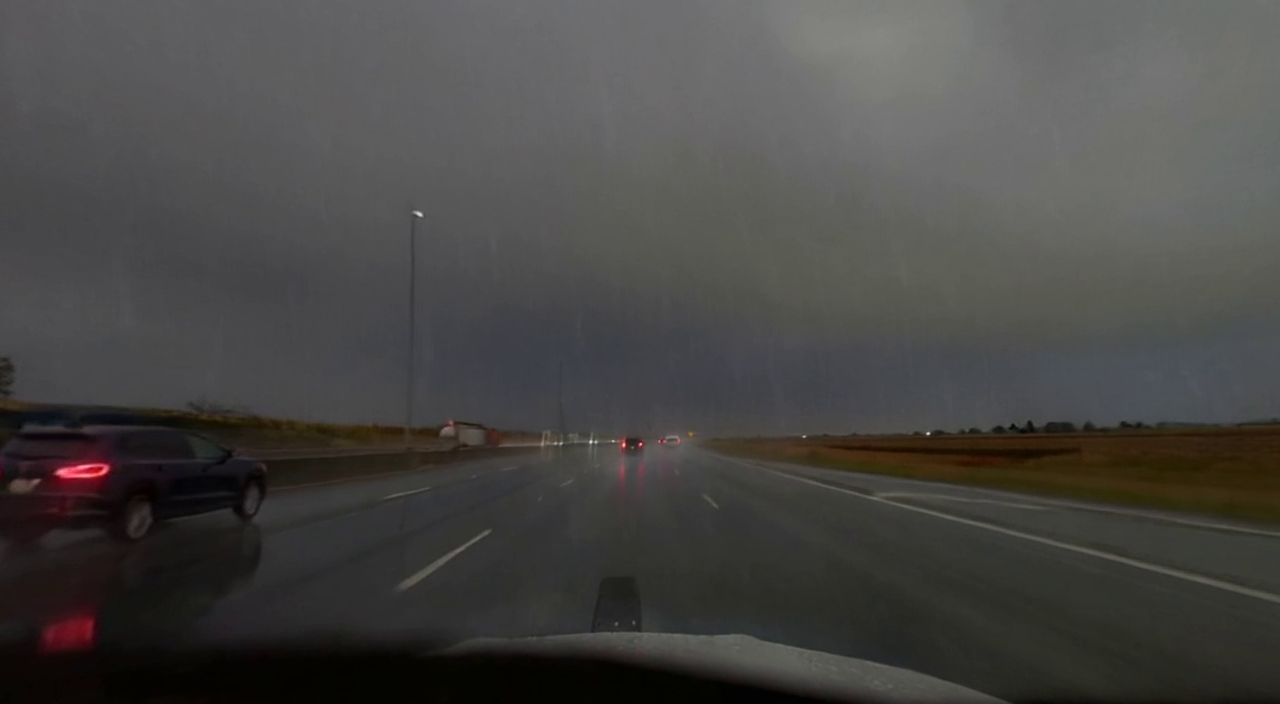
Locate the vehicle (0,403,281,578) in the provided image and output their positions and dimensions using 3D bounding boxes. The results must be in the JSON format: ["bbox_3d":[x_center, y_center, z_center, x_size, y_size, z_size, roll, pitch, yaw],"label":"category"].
[{"bbox_3d":[-6.803,1.572,8.012,1.939,1.601,4.338,0,-8,0],"label":"vehicle"}]

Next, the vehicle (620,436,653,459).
[{"bbox_3d":[-0.260,6.438,42.636,2.140,1.475,3.969,0,-8,0],"label":"vehicle"}]
